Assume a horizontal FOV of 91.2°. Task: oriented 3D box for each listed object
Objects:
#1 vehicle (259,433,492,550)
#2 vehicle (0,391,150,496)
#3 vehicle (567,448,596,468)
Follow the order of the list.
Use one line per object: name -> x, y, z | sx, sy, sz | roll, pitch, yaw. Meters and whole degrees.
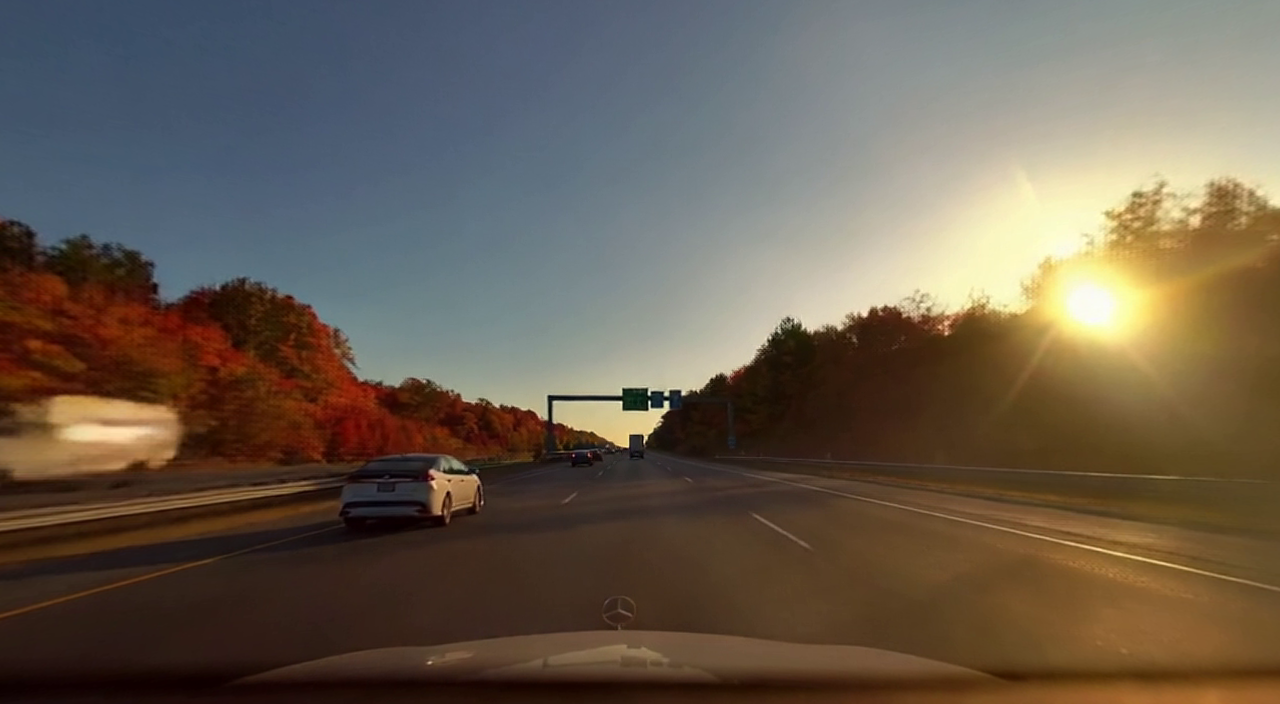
vehicle -> -3.986, 2.167, 10.380 | 2.071, 1.525, 4.058 | 0, -9, 0
vehicle -> -16.685, 2.484, 16.884 | 2.305, 2.507, 5.662 | 0, -9, 0
vehicle -> -4.547, 8.317, 49.331 | 1.963, 1.475, 3.665 | 0, -9, 0
